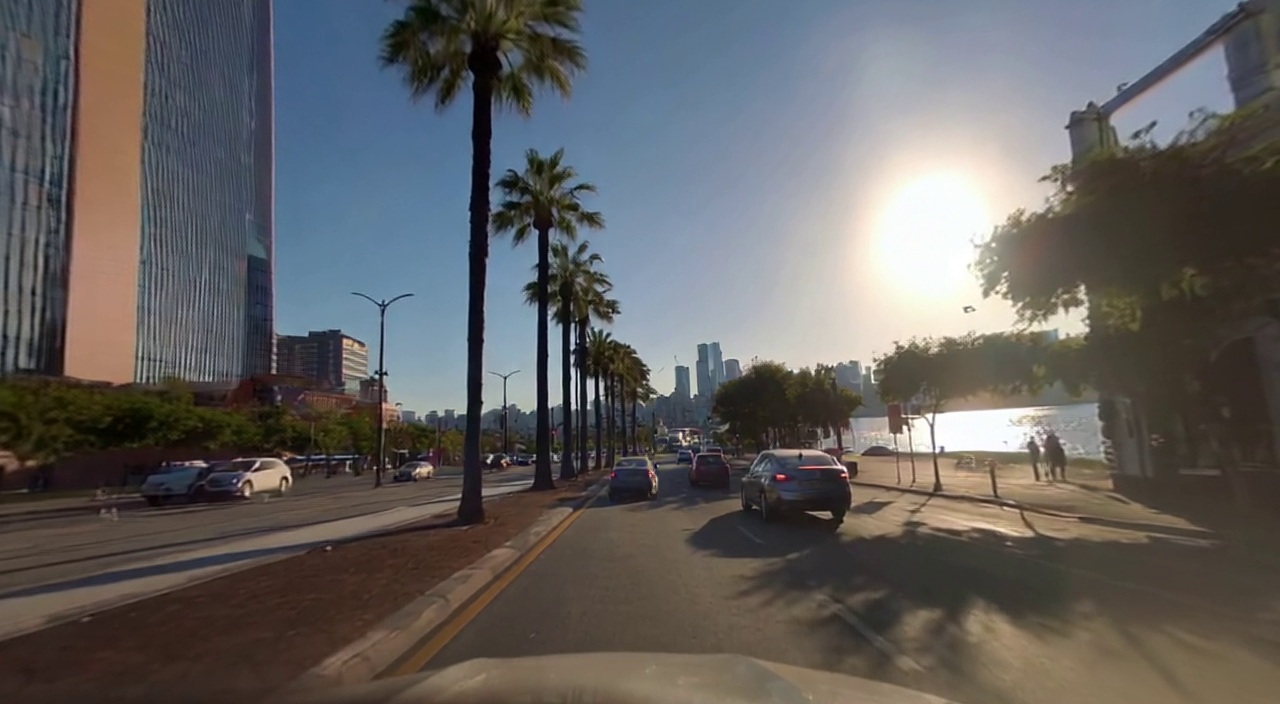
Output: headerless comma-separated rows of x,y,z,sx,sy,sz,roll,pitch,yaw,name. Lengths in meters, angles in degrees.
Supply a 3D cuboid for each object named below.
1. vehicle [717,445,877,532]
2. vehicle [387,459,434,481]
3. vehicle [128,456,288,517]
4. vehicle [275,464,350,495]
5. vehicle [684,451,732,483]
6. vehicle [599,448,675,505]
3.082,2.800,13.651,2.051,1.509,4.933,0,-9,-2,vehicle
-17.631,9.068,48.474,1.887,1.569,4.014,-1,-9,3,vehicle
-14.665,4.543,21.816,2.104,1.802,4.852,0,-9,-1,vehicle
-18.446,7.176,35.693,1.873,1.468,4.485,0,-9,0,vehicle
3.379,5.783,31.910,2.115,1.500,3.524,0,-9,1,vehicle
-0.033,3.684,19.093,2.077,1.518,3.760,0,-9,1,vehicle
